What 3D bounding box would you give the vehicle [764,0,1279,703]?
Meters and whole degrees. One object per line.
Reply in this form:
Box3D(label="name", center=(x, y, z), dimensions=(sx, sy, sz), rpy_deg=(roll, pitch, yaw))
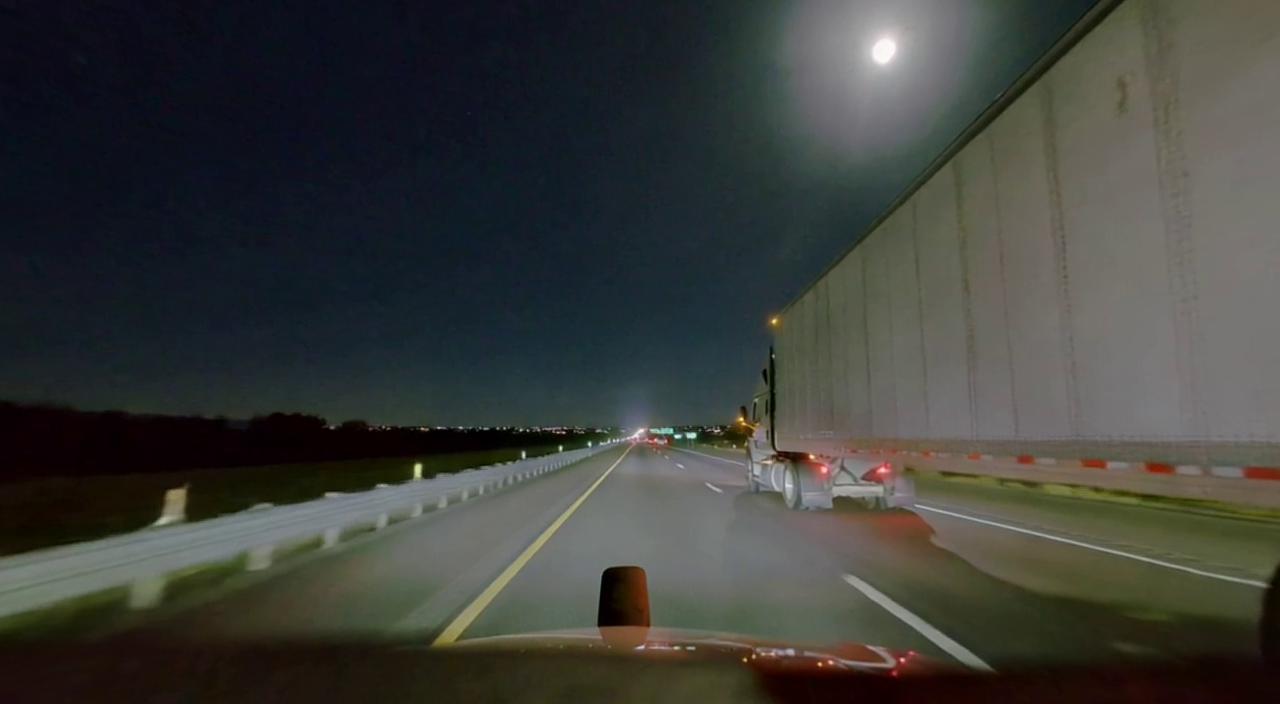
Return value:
Box3D(label="vehicle", center=(4.170, 0.351, 6.604), dimensions=(3.006, 4.093, 14.142), rpy_deg=(0, -8, 1))
